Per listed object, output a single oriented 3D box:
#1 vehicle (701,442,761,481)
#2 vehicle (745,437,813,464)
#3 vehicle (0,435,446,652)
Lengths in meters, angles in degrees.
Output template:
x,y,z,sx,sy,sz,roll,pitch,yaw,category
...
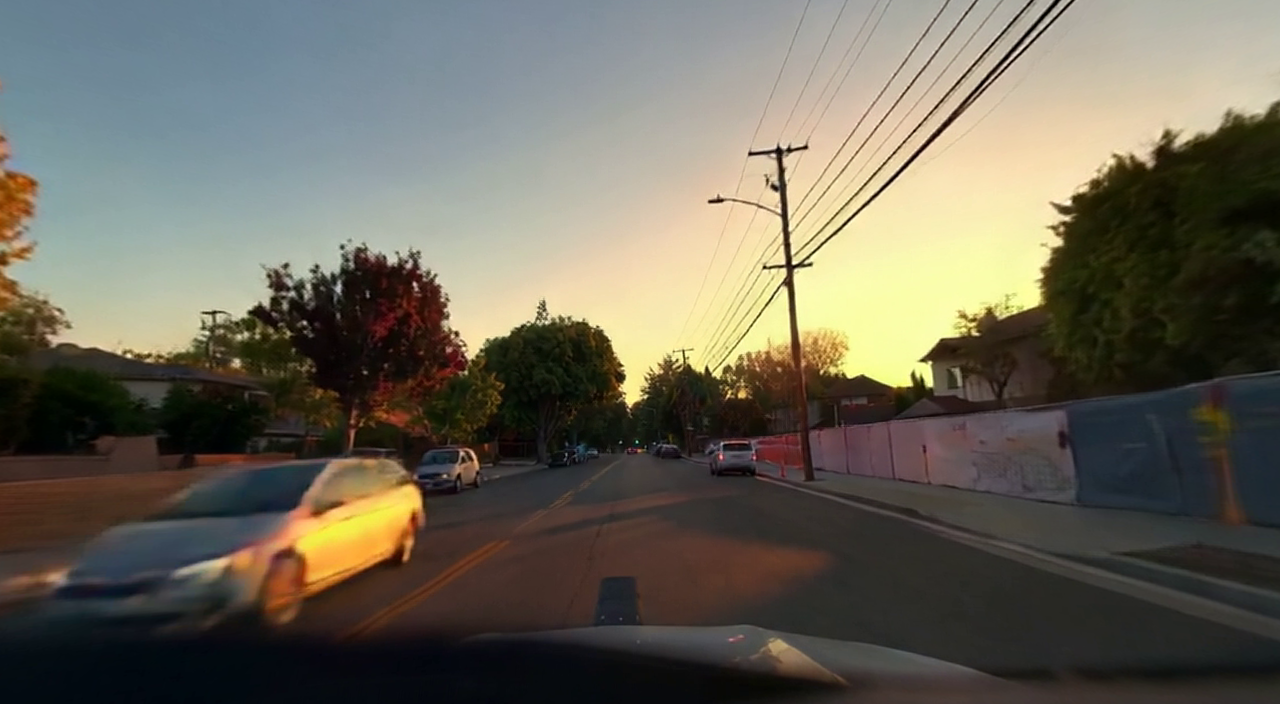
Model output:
x,y,z,sx,sy,sz,roll,pitch,yaw,category
3.855,4.716,27.429,1.902,1.542,4.099,0,-9,-2,vehicle
9.989,7.122,45.647,4.399,1.884,2.071,0,-10,-2,vehicle
-3.886,1.798,7.075,2.068,1.543,4.523,-2,-9,-1,vehicle
